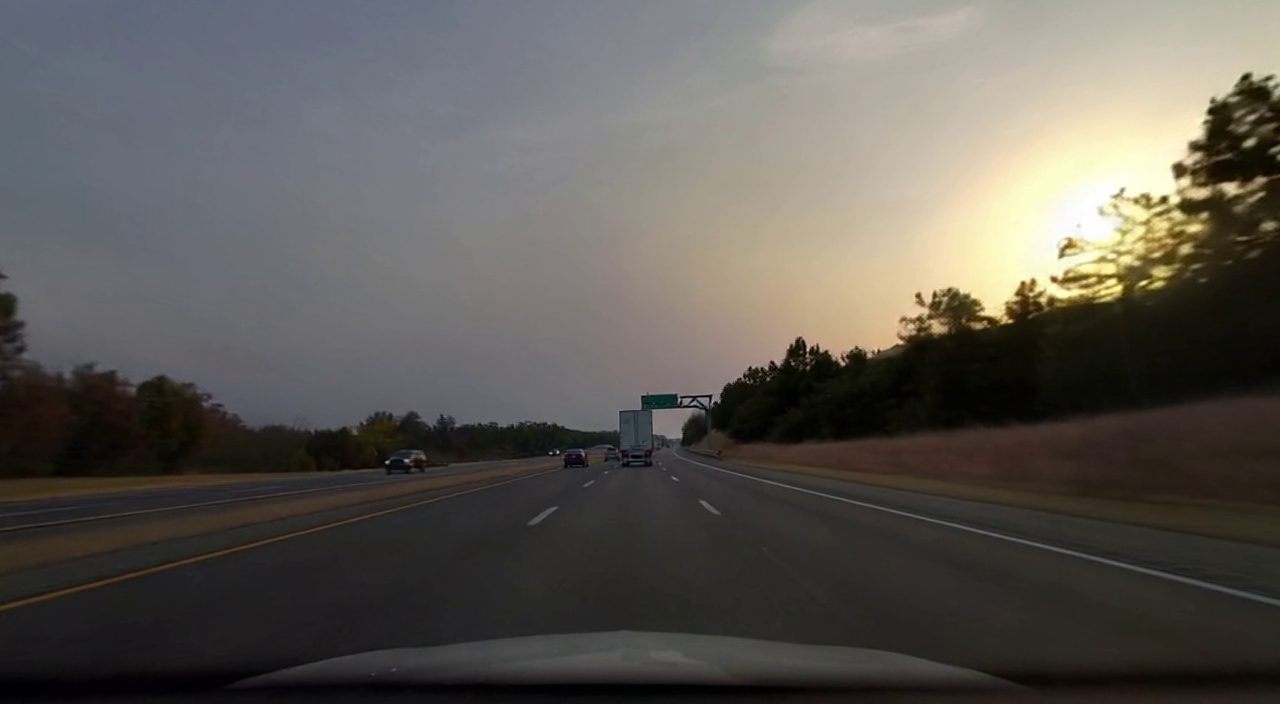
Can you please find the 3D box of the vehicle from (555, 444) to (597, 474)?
[{"bbox_3d":[-3.798,6.392,37.659,2.112,1.645,4.129,0,-9,0],"label":"vehicle"}]

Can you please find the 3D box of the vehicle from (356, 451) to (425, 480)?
[{"bbox_3d":[-14.024,6.377,35.494,1.898,1.504,4.710,0,-9,1],"label":"vehicle"}]
